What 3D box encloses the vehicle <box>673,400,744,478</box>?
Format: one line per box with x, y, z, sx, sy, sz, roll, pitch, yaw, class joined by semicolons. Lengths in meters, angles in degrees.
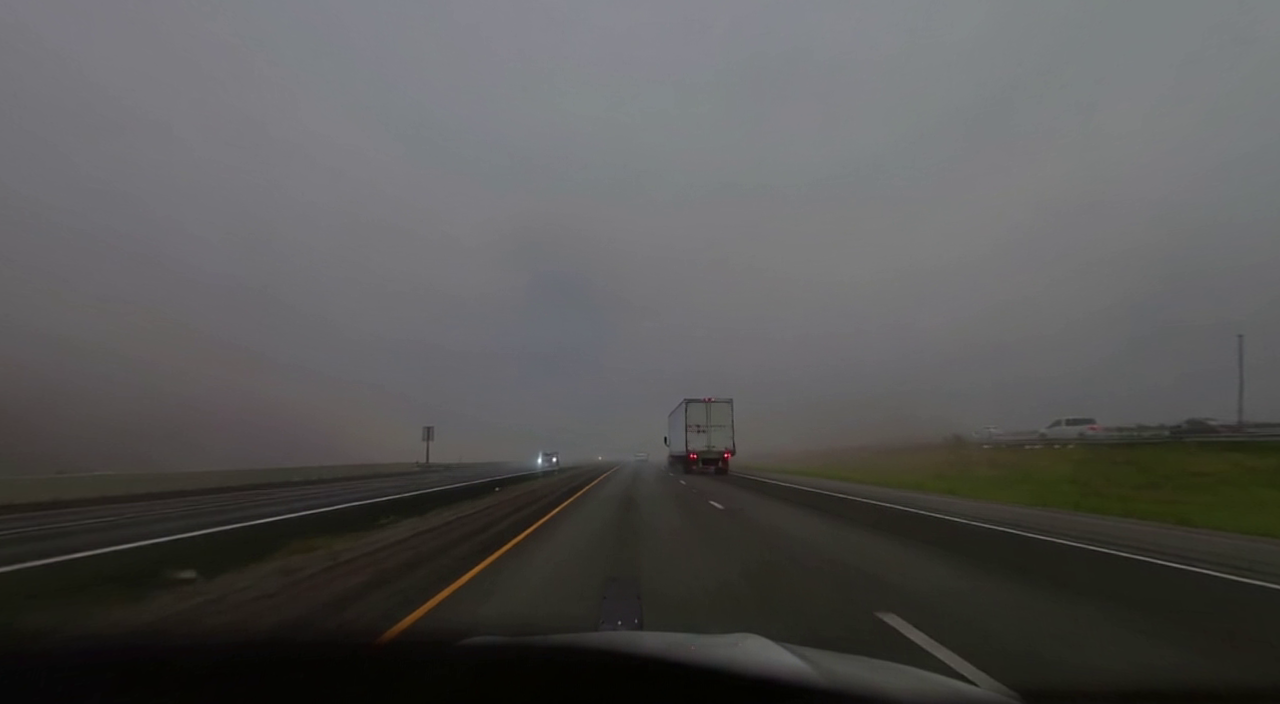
3.996;5.598;39.935;3.185;4.154;12.638;0;-9;1;vehicle
